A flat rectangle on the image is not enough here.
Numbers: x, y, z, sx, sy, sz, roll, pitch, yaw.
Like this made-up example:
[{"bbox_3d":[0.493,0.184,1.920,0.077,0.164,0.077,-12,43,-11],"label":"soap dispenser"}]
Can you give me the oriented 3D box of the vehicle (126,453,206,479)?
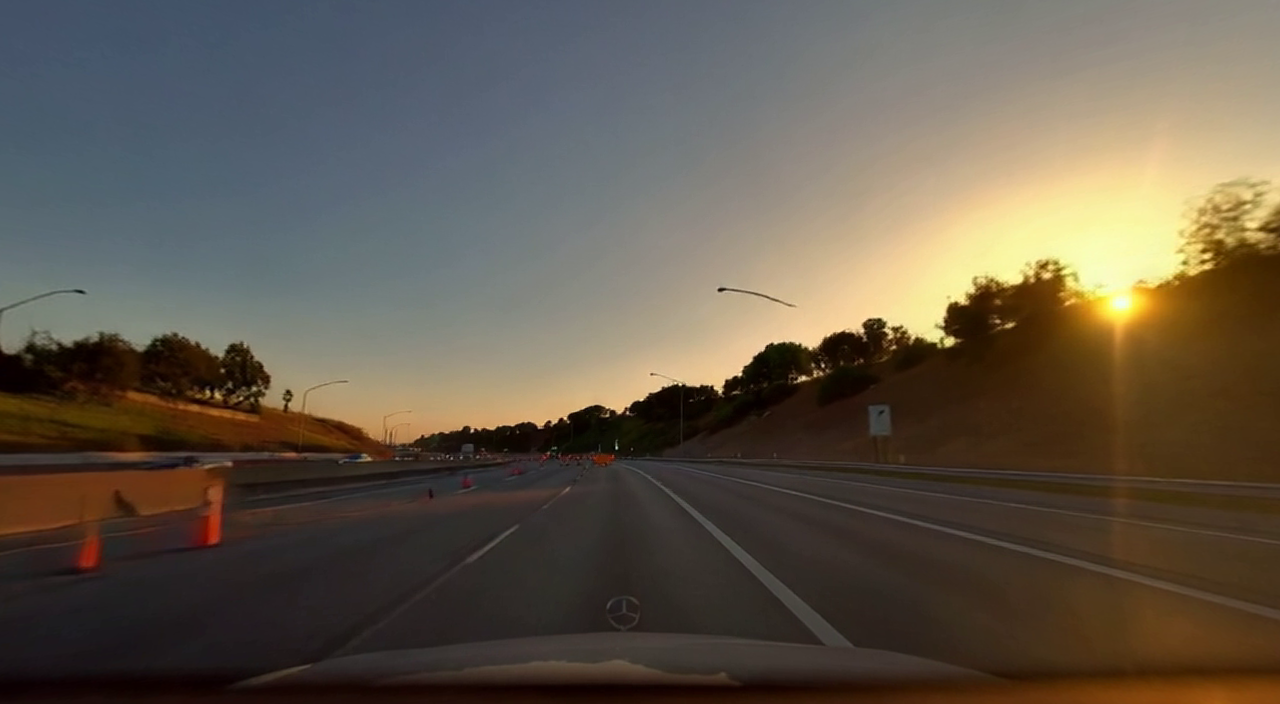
[{"bbox_3d":[-30.268,7.263,40.369,1.812,1.497,4.297,0,-9,-1],"label":"vehicle"}]
